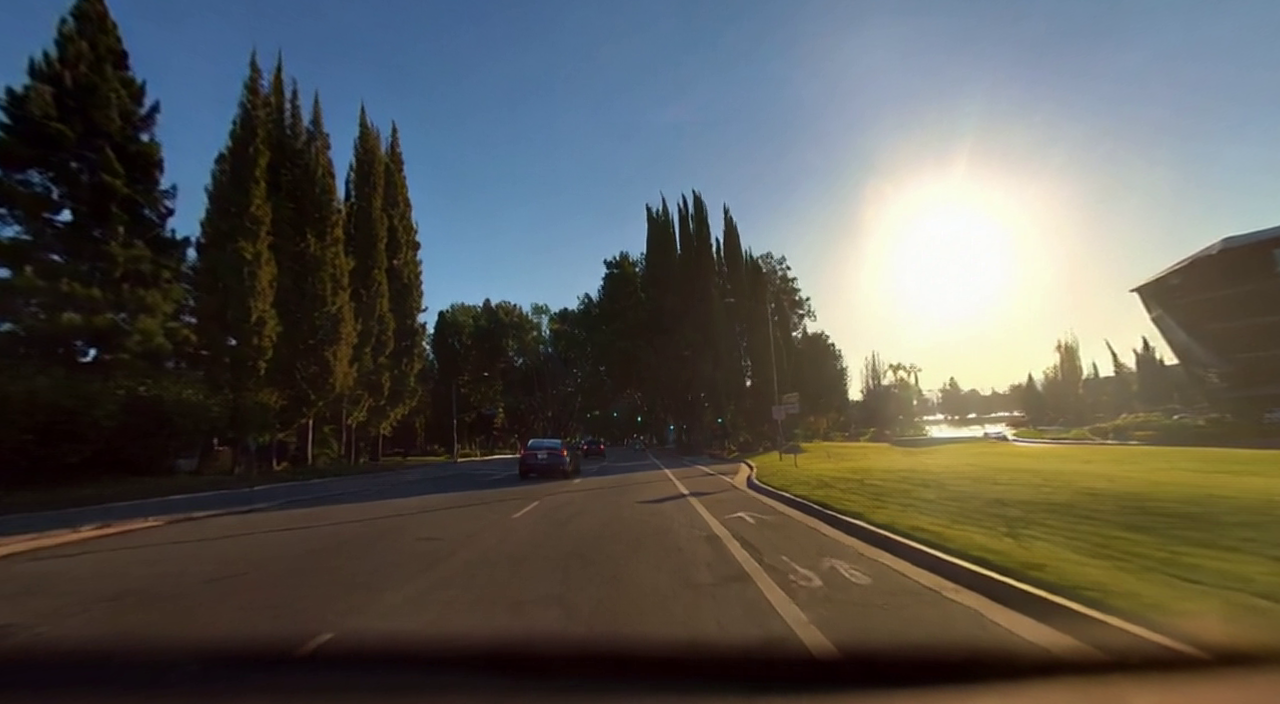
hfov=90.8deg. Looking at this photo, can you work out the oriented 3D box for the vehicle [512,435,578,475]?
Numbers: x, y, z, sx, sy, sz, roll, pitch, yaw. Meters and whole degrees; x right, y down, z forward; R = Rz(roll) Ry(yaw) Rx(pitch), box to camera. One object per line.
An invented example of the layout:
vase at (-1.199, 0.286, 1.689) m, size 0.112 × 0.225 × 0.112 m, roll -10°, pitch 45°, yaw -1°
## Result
vehicle at (-3.649, 4.045, 24.995) m, size 1.932 × 1.431 × 4.144 m, roll 0°, pitch -8°, yaw 1°
